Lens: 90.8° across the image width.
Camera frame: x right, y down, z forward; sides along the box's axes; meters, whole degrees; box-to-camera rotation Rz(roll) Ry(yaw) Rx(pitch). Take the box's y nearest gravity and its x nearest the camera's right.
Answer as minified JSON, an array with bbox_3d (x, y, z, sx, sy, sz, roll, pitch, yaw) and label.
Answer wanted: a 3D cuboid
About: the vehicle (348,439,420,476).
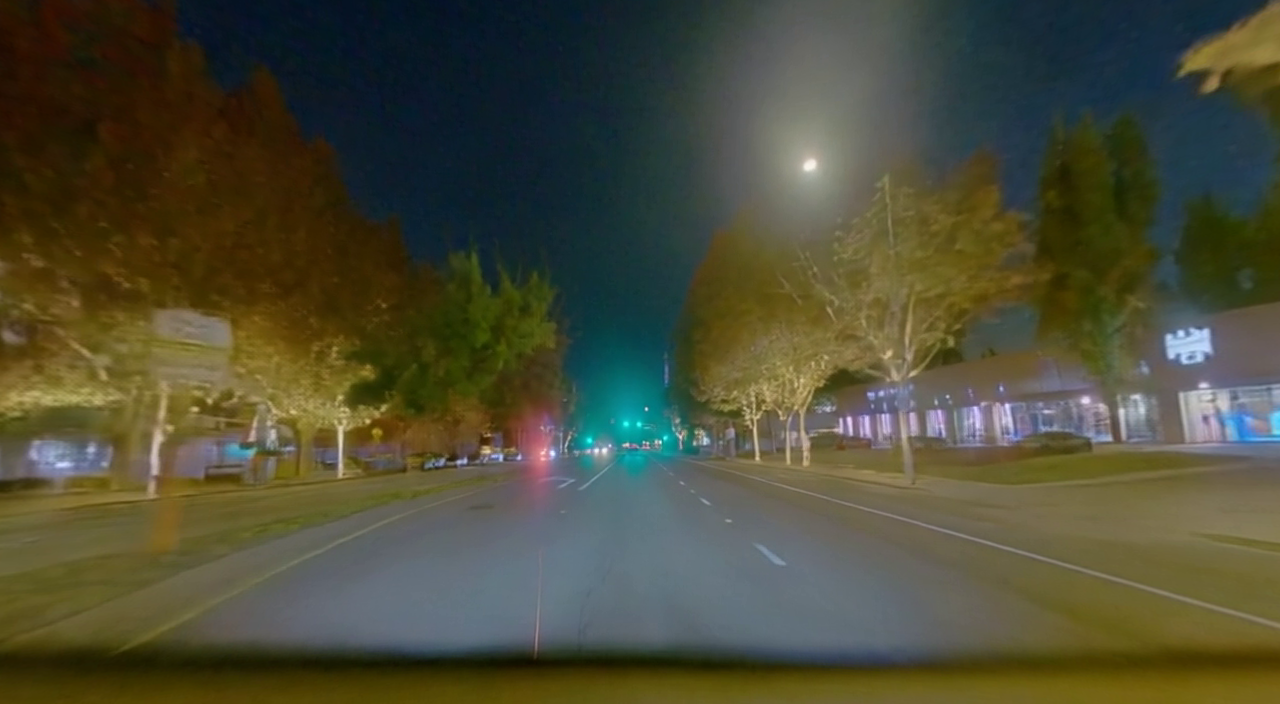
[{"bbox_3d":[-15.736,6.533,39.218,2.246,2.081,5.416,-1,-9,-1],"label":"vehicle"}]

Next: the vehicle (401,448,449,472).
[{"bbox_3d":[-15.681,7.847,46.288,1.892,1.624,4.645,0,-8,0],"label":"vehicle"}]
